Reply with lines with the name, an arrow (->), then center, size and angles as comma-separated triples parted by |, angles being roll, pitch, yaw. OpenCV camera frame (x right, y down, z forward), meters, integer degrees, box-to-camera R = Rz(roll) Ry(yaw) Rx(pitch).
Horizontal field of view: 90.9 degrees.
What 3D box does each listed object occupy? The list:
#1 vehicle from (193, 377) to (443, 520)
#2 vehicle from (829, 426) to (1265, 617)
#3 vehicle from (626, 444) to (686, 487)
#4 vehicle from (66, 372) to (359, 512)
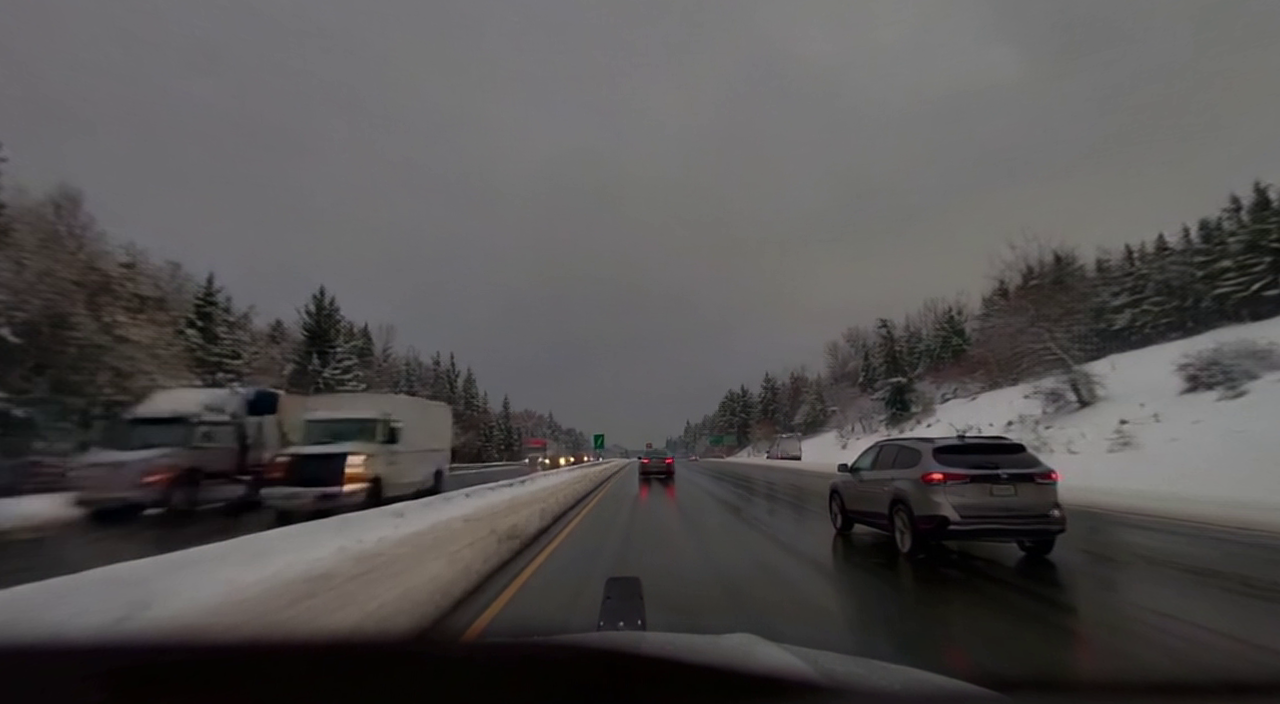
vehicle -> -7.828, 2.564, 16.840 | 2.687, 2.948, 7.422 | 0, -9, 0
vehicle -> 3.854, 1.664, 7.154 | 2.029, 1.475, 4.279 | 0, -9, -1
vehicle -> 0.585, 4.422, 24.839 | 2.177, 1.520, 4.278 | 0, -9, 0
vehicle -> -15.062, 3.511, 24.295 | 2.945, 4.037, 11.797 | 0, -9, 0
